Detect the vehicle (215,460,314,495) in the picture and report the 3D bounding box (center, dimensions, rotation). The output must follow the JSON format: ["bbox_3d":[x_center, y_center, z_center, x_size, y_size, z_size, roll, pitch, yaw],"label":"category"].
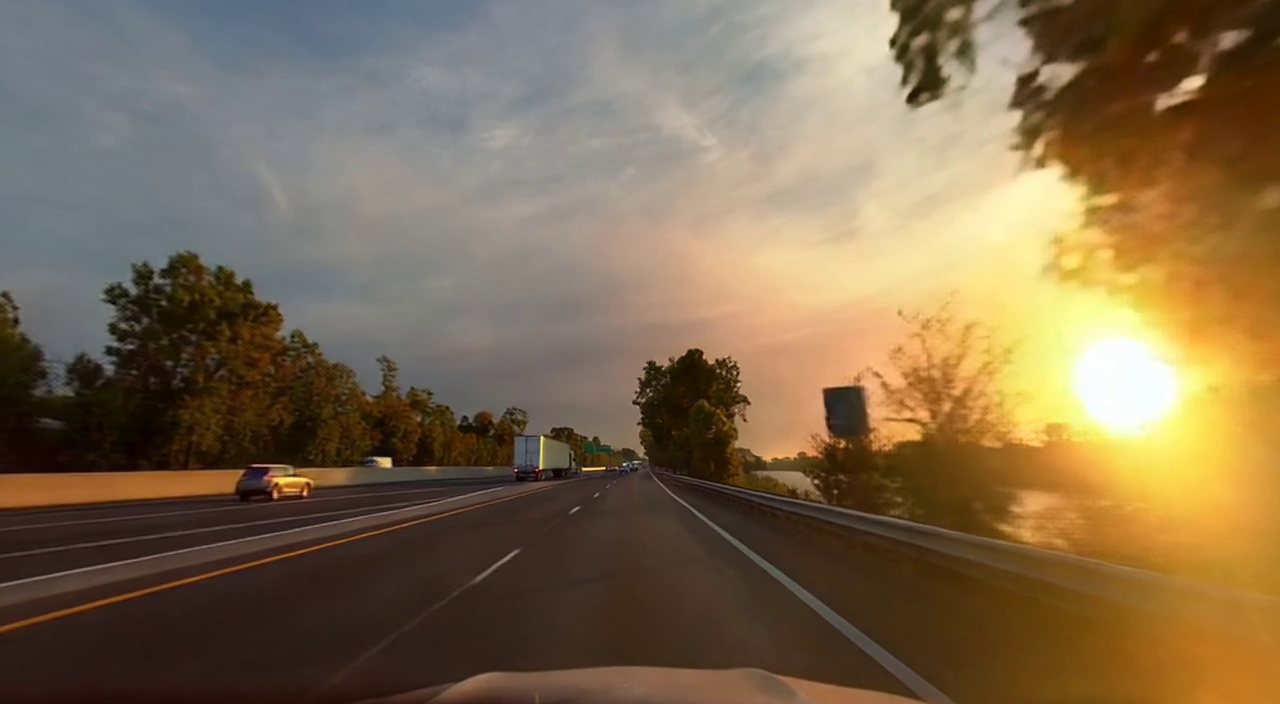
[{"bbox_3d":[-17.067,5.712,28.915,1.745,1.430,4.252,0,-10,3],"label":"vehicle"}]
